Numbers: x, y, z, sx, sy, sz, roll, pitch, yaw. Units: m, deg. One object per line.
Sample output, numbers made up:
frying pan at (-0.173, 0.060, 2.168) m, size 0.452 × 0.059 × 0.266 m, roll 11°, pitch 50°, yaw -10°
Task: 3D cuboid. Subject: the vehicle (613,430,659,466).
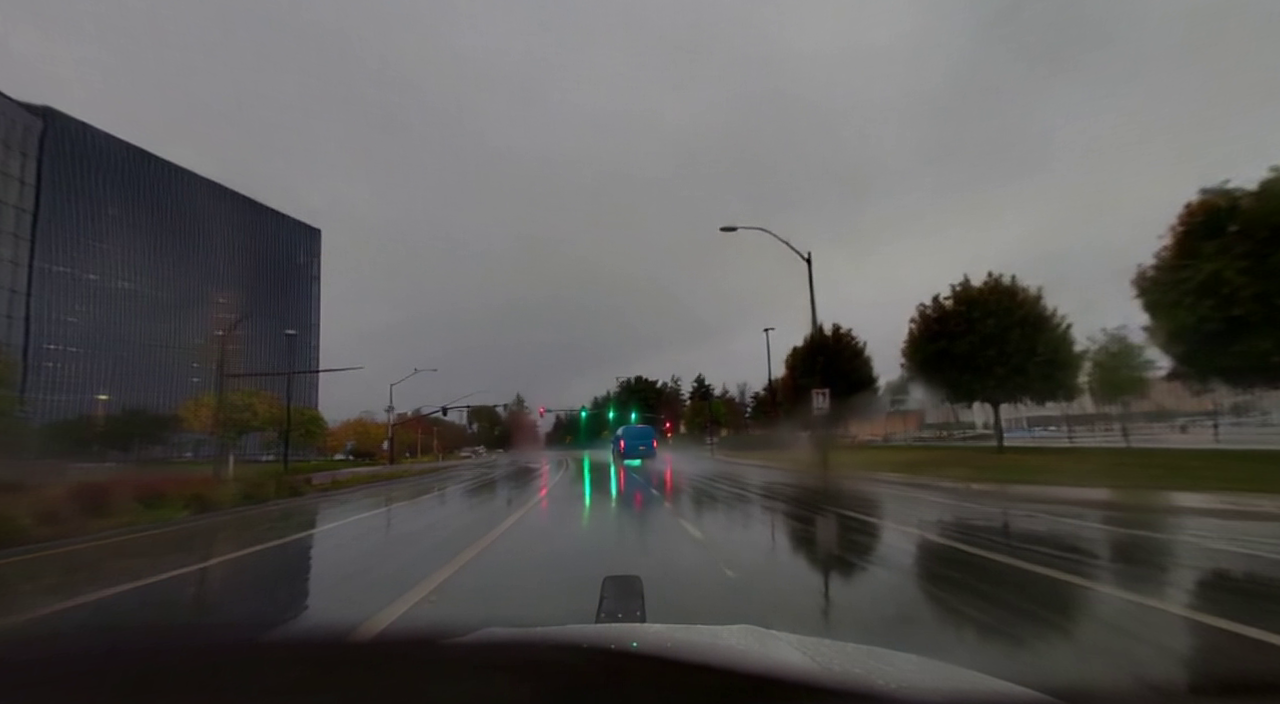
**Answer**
vehicle at (-0.359, 6.437, 42.179) m, size 2.339 × 2.244 × 4.817 m, roll 1°, pitch -8°, yaw -9°
